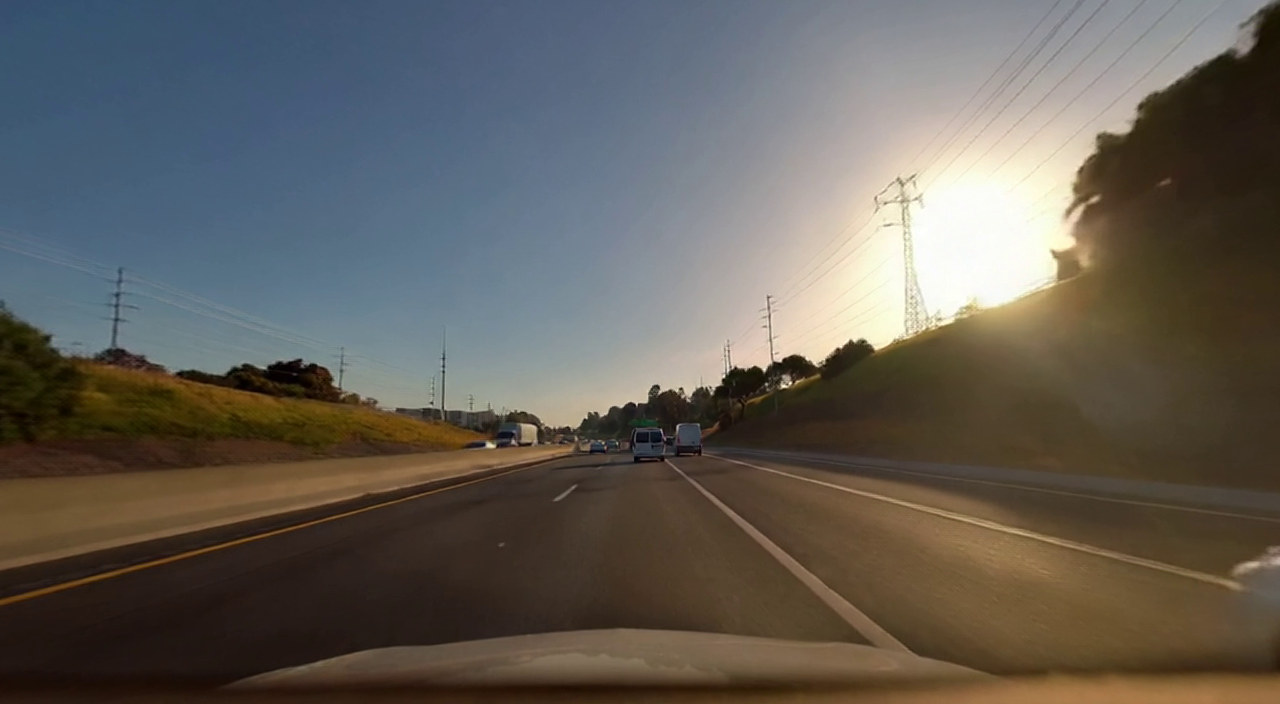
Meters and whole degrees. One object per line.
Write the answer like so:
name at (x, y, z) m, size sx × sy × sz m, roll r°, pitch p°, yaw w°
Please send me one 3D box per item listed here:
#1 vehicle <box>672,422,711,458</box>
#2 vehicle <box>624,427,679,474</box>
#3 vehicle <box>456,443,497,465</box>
vehicle at (3.711, 6.497, 46.644) m, size 2.348 × 2.429 × 5.172 m, roll 0°, pitch -8°, yaw -1°
vehicle at (0.429, 4.174, 27.001) m, size 2.159 × 1.811 × 4.238 m, roll 0°, pitch -8°, yaw -1°
vehicle at (-11.816, 7.359, 45.800) m, size 1.872 × 1.450 × 4.016 m, roll 0°, pitch -8°, yaw 1°
